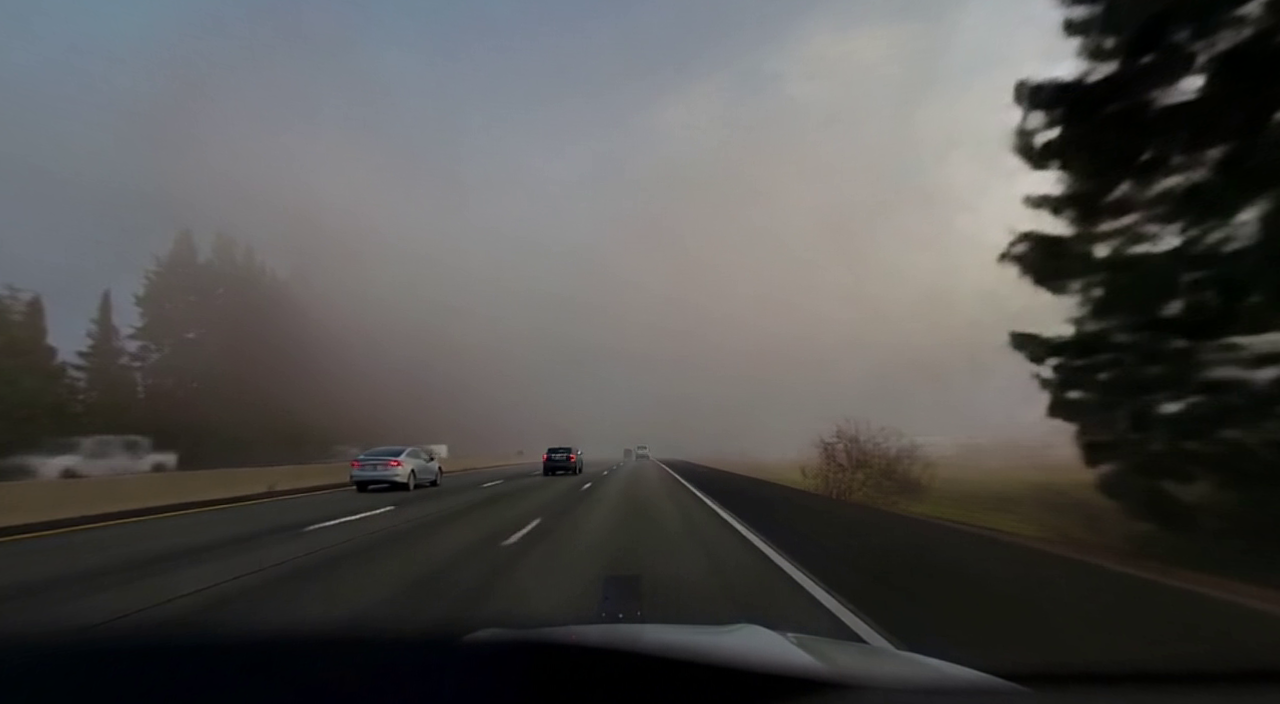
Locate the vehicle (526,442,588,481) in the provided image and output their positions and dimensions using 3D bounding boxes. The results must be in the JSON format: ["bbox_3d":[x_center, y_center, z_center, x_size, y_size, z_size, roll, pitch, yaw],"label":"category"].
[{"bbox_3d":[-3.640,4.917,28.529,2.083,1.588,4.801,0,-9,1],"label":"vehicle"}]

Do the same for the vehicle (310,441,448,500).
[{"bbox_3d":[-7.457,3.412,18.595,2.034,1.523,4.627,0,-9,1],"label":"vehicle"}]
